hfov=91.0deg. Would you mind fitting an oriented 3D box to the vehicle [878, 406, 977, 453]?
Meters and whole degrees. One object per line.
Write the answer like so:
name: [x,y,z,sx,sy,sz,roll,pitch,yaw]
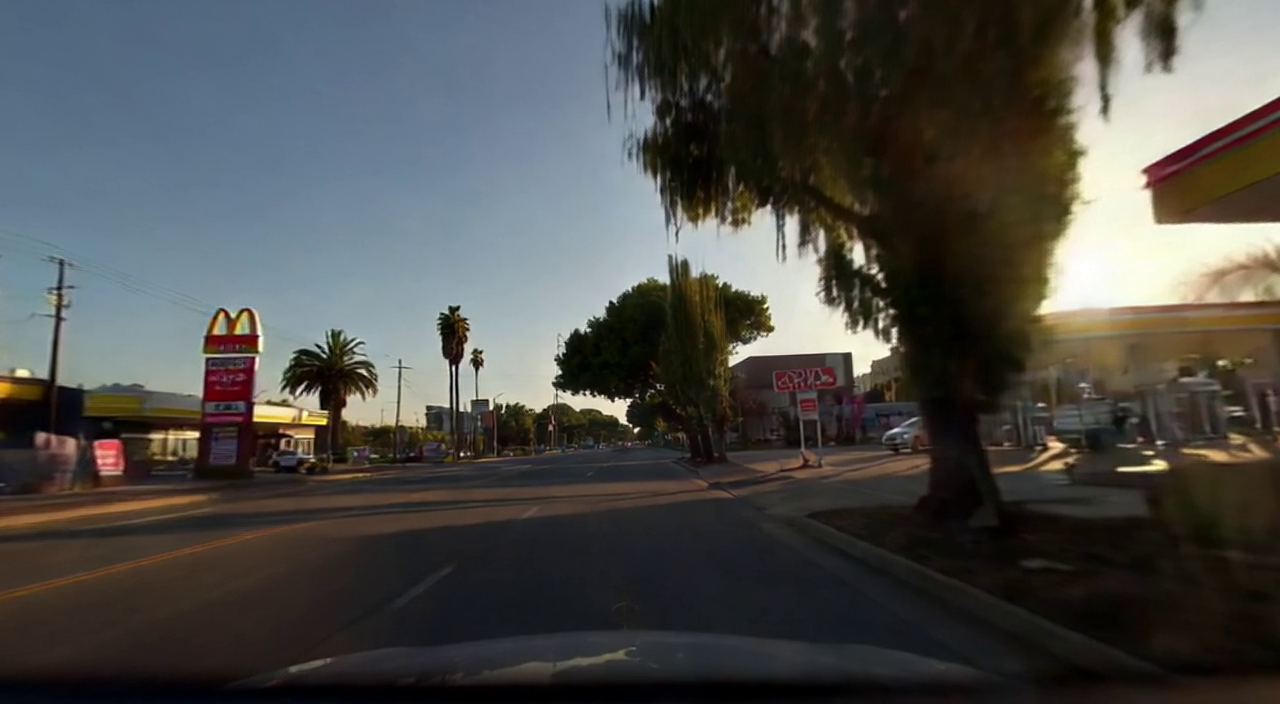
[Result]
vehicle: [16.004,4.358,34.976,5.529,2.395,2.399,6,-10,-35]
